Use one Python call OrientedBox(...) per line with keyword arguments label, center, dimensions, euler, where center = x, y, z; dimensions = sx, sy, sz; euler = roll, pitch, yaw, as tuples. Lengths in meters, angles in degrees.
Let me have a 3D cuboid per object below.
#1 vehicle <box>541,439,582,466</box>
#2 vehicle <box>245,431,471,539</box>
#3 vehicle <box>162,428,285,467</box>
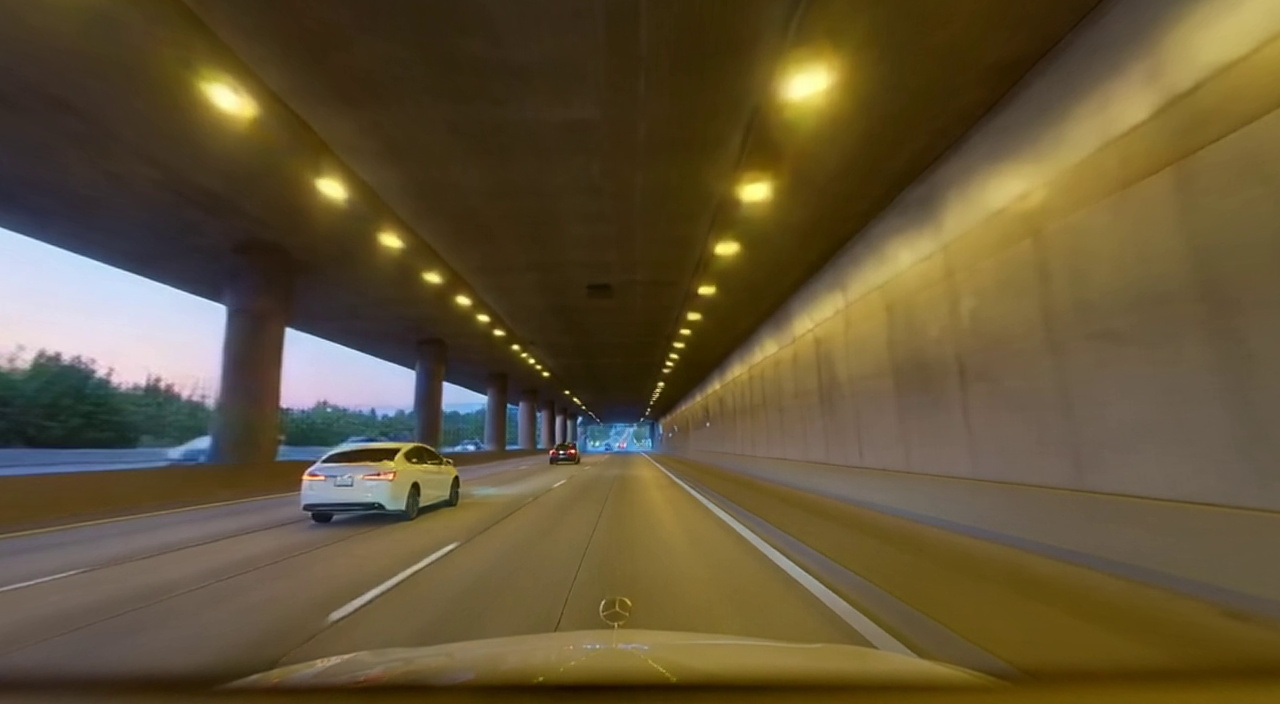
OrientedBox(label="vehicle", center=(-4.586, 5.957, 37.374), dimensions=(1.973, 1.474, 4.199), euler=(0, -8, -1))
OrientedBox(label="vehicle", center=(-4.404, 2.113, 10.702), dimensions=(1.885, 1.424, 4.230), euler=(0, -8, 0))
OrientedBox(label="vehicle", center=(-17.277, 4.012, 26.482), dimensions=(1.818, 1.450, 4.837), euler=(-1, -8, 1))
